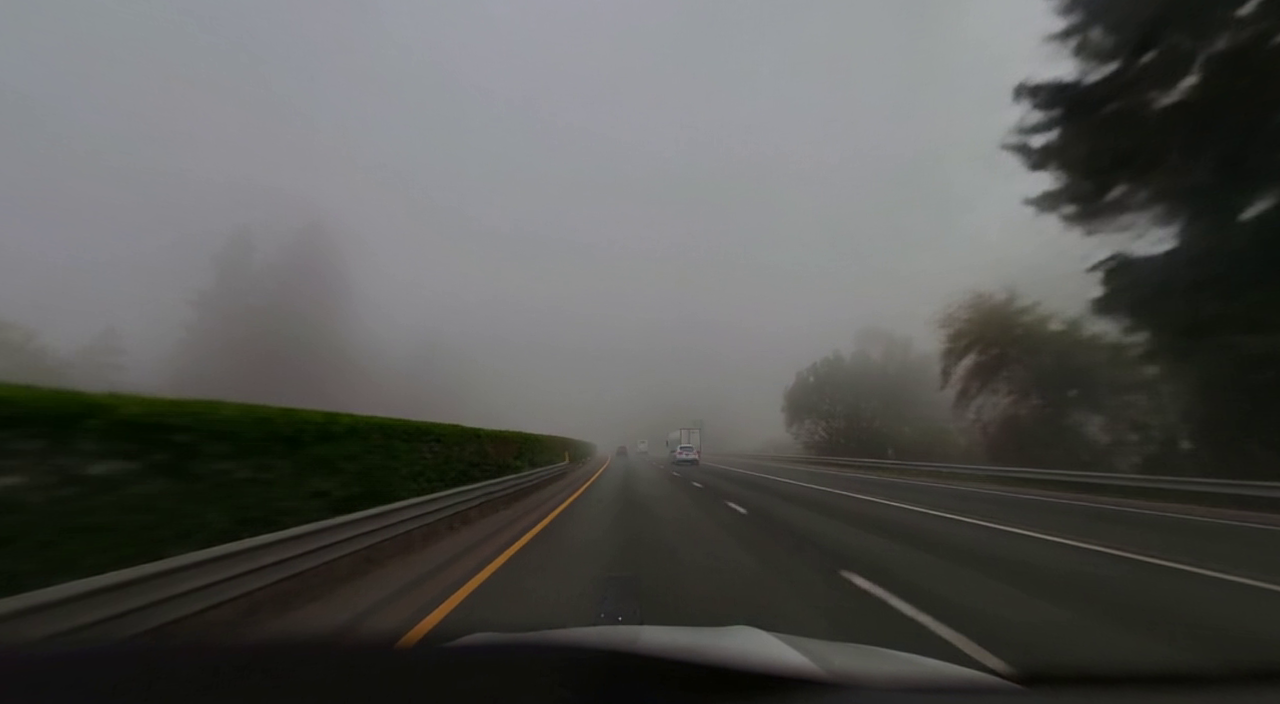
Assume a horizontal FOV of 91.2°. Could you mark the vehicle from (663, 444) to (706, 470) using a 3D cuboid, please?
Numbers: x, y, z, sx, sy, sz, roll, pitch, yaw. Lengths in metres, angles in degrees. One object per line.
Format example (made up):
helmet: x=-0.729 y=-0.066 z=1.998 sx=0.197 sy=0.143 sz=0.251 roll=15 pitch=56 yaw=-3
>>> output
vehicle: x=2.731 y=6.585 z=39.445 sx=2.244 sy=1.498 sz=4.338 roll=0 pitch=-9 yaw=-2

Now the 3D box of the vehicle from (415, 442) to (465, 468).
vehicle: x=-13.614 y=7.042 z=42.935 sx=2.049 sy=1.633 sz=4.350 roll=0 pitch=-9 yaw=-1
